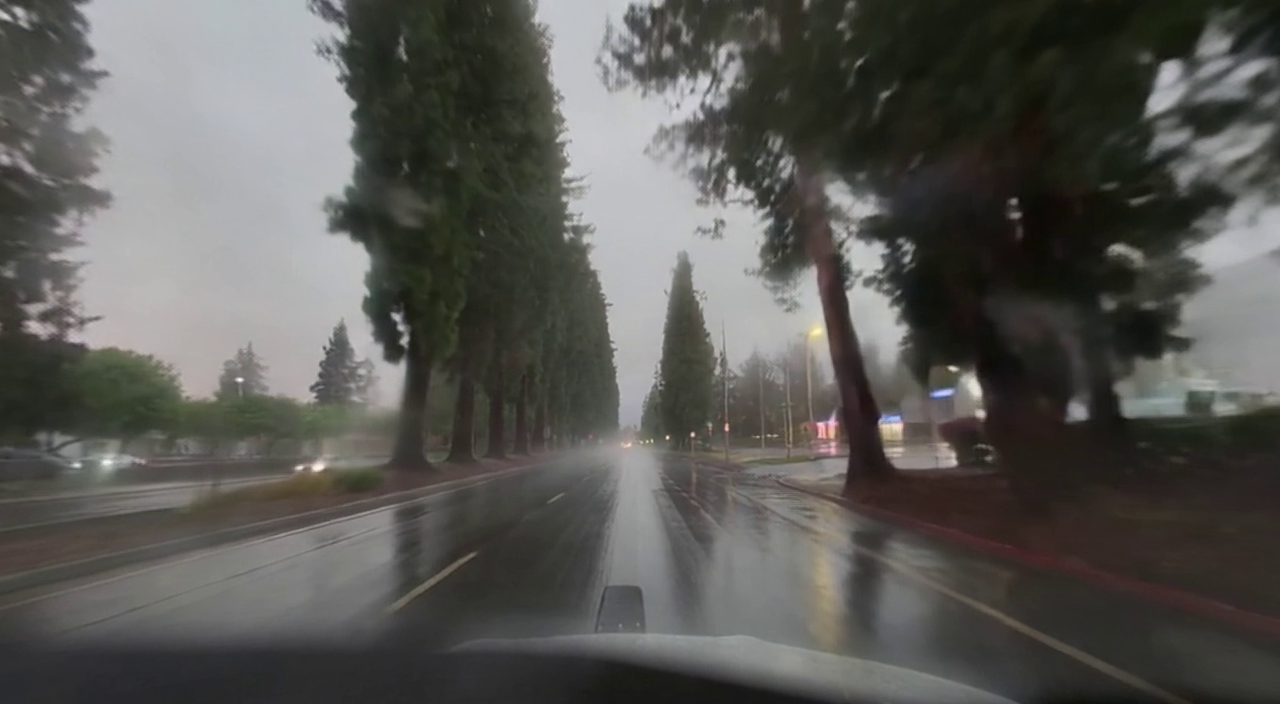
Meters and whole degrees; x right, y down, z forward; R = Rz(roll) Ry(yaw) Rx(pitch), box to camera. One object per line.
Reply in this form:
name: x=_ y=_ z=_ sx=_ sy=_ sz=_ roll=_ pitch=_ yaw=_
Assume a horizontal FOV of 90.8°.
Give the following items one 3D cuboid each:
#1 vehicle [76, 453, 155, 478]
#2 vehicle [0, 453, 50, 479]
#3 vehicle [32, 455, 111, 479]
vehicle: x=-39.040 y=8.457 z=47.173 sx=1.957 sy=1.685 sz=4.471 roll=-1 pitch=-9 yaw=1
vehicle: x=-47.117 y=8.449 z=46.981 sx=1.994 sy=1.839 sz=4.482 roll=0 pitch=-8 yaw=1
vehicle: x=-41.744 y=8.465 z=46.536 sx=1.943 sy=1.629 sz=4.062 roll=-1 pitch=-9 yaw=2
